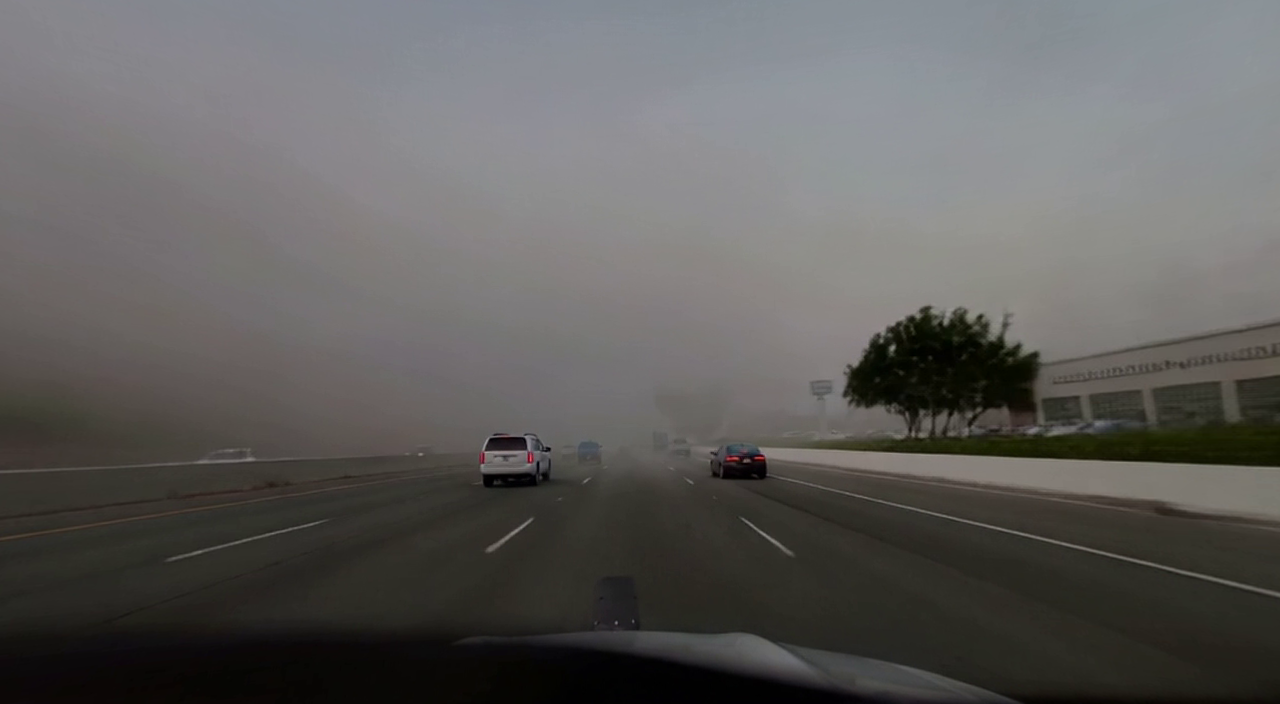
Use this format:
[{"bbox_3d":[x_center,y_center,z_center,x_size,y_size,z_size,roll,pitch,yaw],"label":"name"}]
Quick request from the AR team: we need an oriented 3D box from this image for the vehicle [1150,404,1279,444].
[{"bbox_3d":[32.569,4.164,36.010,2.264,1.993,5.565,-1,-9,0],"label":"vehicle"}]

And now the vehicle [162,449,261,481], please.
[{"bbox_3d":[-21.300,5.618,31.659,1.902,1.434,4.351,0,-8,0],"label":"vehicle"}]

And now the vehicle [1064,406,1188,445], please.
[{"bbox_3d":[27.635,4.299,36.300,2.098,1.922,6.223,-1,-9,-1],"label":"vehicle"}]

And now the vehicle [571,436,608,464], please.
[{"bbox_3d":[-3.782,7.458,48.186,2.410,1.981,5.355,0,-8,0],"label":"vehicle"}]

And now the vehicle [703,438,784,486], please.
[{"bbox_3d":[3.568,3.872,22.641,1.957,1.510,4.643,0,-8,-2],"label":"vehicle"}]

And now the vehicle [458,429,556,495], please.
[{"bbox_3d":[-3.898,3.321,19.399,1.987,1.765,4.508,0,-8,0],"label":"vehicle"}]

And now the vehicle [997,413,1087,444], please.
[{"bbox_3d":[27.528,5.362,43.569,2.235,1.862,5.983,-1,-9,0],"label":"vehicle"}]
